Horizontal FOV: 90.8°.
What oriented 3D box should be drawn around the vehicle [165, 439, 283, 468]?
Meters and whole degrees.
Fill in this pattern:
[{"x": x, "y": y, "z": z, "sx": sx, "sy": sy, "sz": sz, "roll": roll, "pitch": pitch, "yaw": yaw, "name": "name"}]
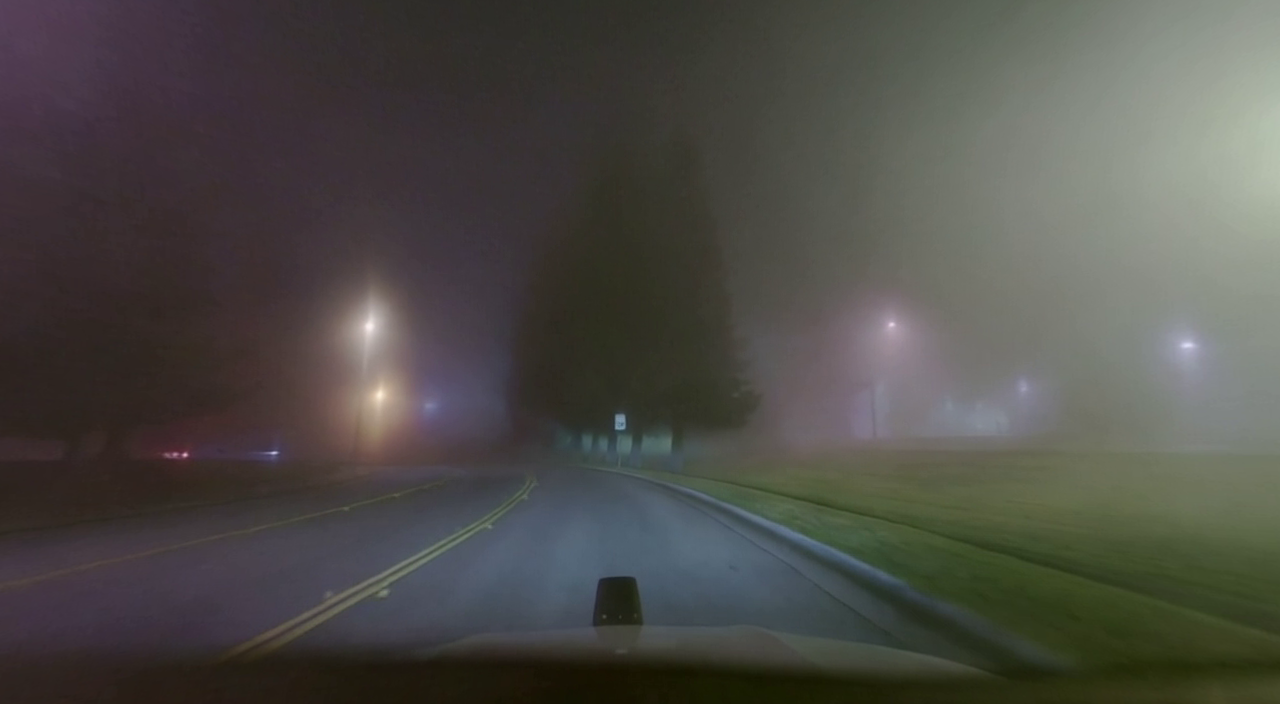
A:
[{"x": -26.186, "y": 6.421, "z": 39.983, "sx": 5.613, "sy": 1.775, "sz": 2.357, "roll": 2, "pitch": -9, "yaw": -11, "name": "vehicle"}]
